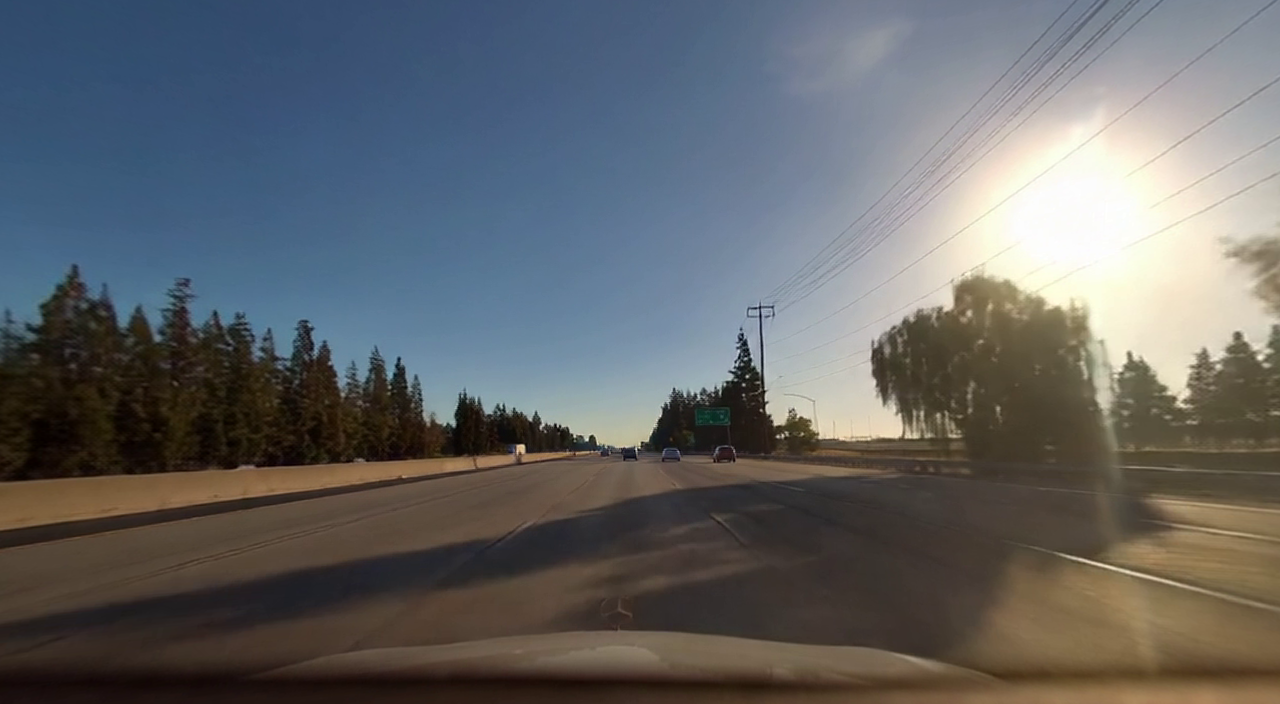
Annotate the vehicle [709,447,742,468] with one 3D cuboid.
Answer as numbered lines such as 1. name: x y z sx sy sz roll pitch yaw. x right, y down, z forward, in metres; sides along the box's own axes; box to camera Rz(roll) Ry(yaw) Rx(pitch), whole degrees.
1. vehicle: 6.400 7.945 47.806 1.817 1.440 4.075 0 -9 -2
